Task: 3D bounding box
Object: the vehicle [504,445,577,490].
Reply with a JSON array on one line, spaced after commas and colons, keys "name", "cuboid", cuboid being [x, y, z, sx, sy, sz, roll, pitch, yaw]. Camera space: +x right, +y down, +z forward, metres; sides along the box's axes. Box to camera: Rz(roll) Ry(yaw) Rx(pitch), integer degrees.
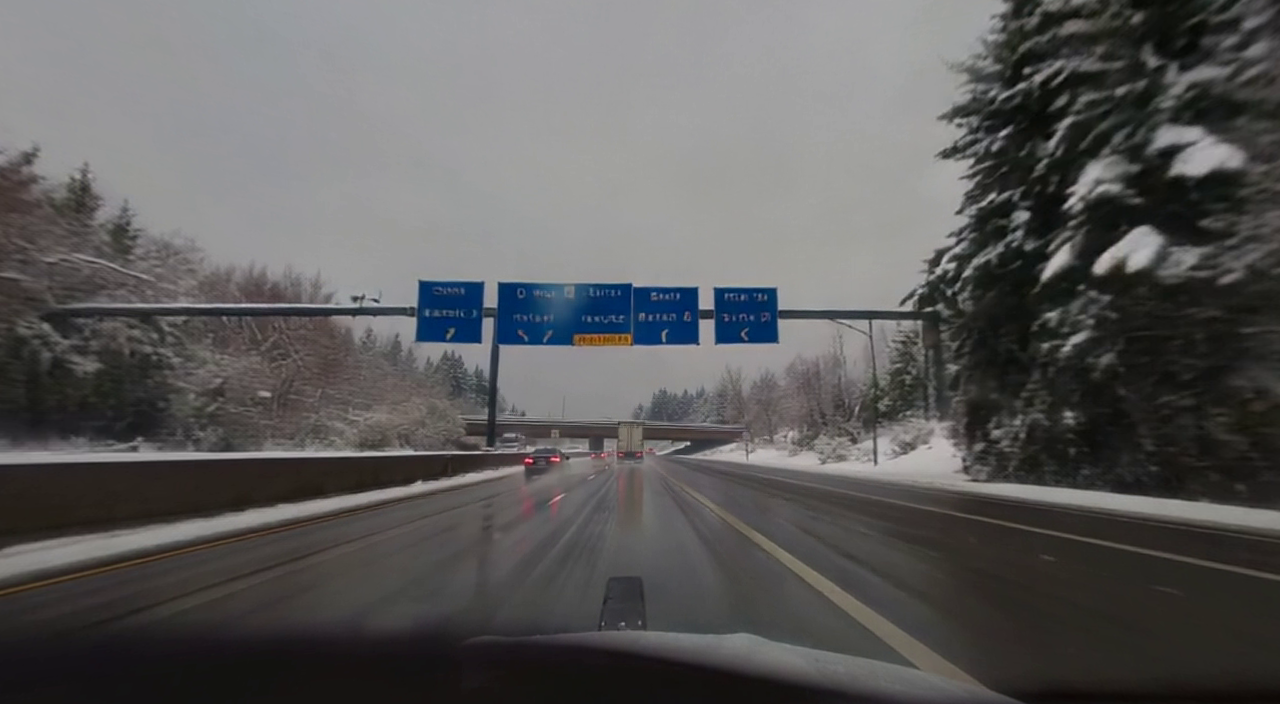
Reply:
[{"name": "vehicle", "cuboid": [-3.651, 4.339, 24.024, 2.042, 1.526, 4.516, 0, -9, 0]}]
